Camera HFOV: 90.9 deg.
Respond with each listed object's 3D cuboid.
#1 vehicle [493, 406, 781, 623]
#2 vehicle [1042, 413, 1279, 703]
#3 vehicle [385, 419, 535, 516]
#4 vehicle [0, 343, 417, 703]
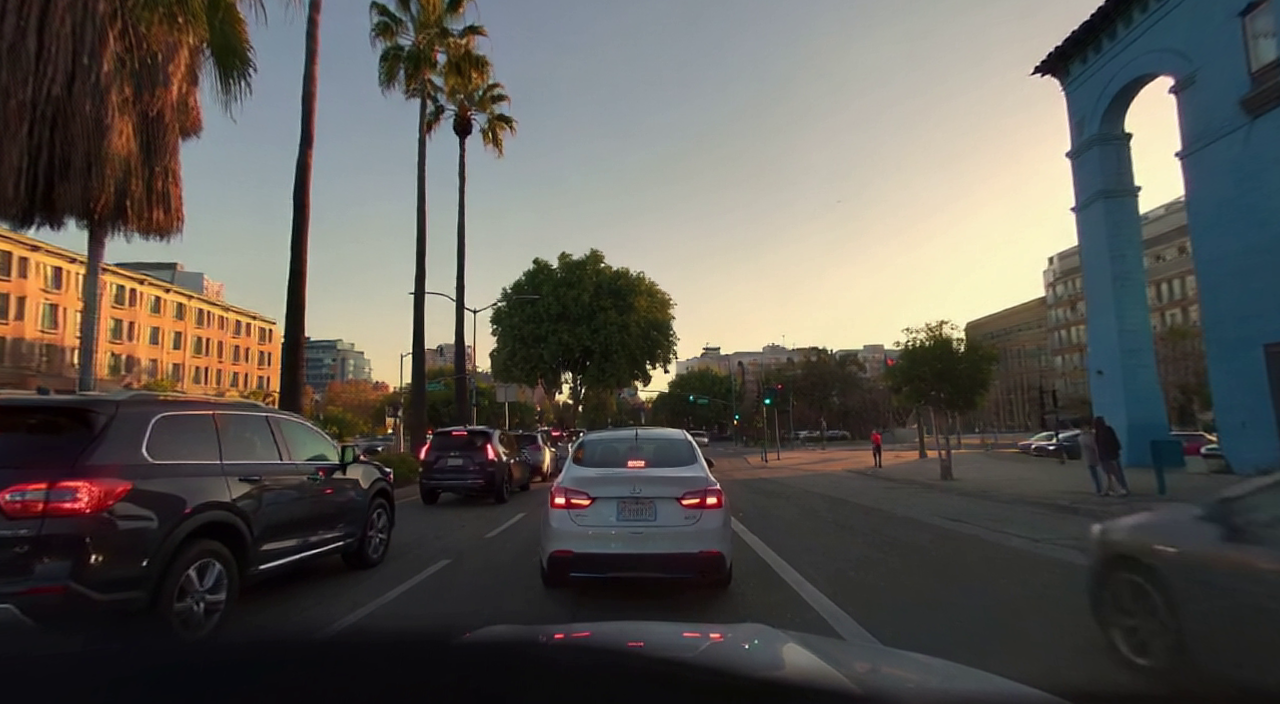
[{"bbox_3d":[-0.051,1.514,6.858,2.114,1.585,4.285,0,-8,-1],"label":"vehicle"},{"bbox_3d":[3.770,0.908,2.033,1.982,1.480,4.572,0,-8,1],"label":"vehicle"},{"bbox_3d":[-3.481,2.317,13.084,1.840,1.684,4.041,0,-8,1],"label":"vehicle"},{"bbox_3d":[-3.539,1.141,5.069,1.914,1.741,4.398,0,-8,-1],"label":"vehicle"}]
